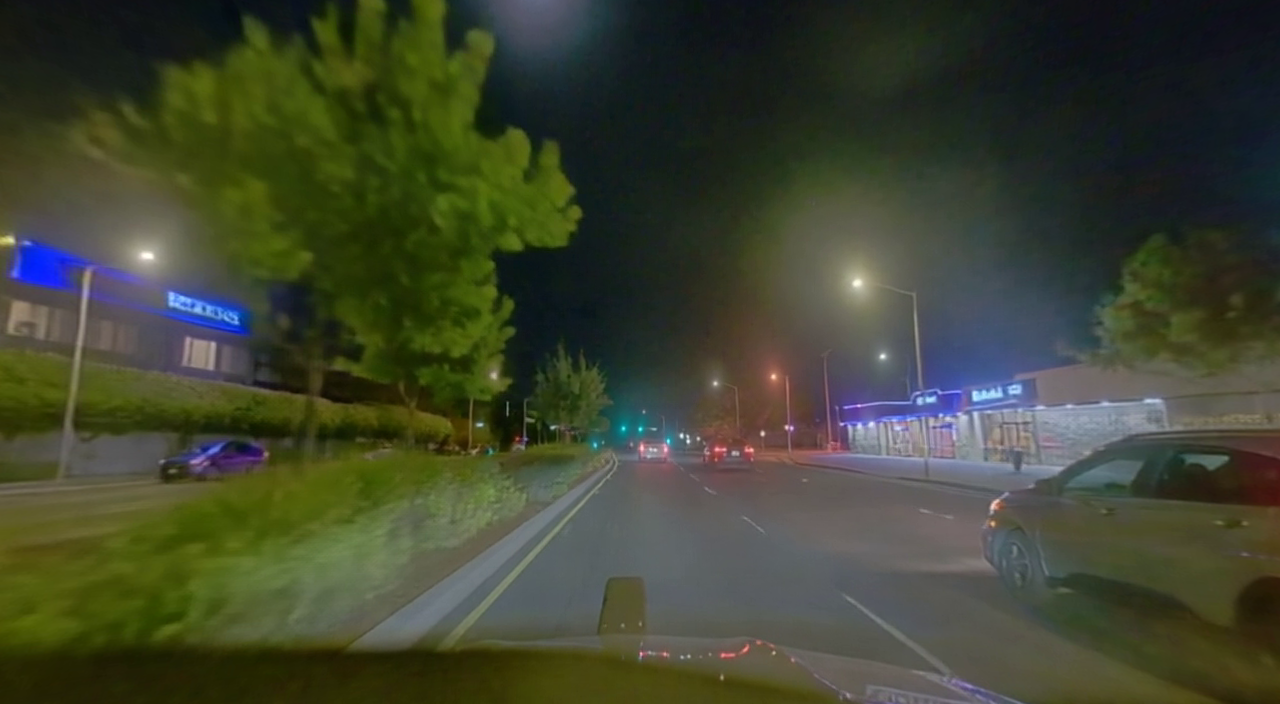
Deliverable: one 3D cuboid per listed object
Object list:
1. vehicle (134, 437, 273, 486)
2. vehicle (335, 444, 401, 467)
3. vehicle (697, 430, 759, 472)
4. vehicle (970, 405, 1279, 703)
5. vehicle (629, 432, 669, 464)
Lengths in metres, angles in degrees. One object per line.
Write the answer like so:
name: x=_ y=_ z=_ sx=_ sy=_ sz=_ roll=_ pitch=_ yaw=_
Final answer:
vehicle: x=-18.871 y=4.710 z=27.541 sx=2.488 sy=1.752 sz=4.991 roll=-2 pitch=-6 yaw=1
vehicle: x=-18.947 y=7.230 z=43.975 sx=2.280 sy=1.489 sz=5.106 roll=0 pitch=-8 yaw=1
vehicle: x=3.776 y=4.332 z=27.736 sx=2.115 sy=1.692 sz=4.189 roll=0 pitch=-8 yaw=-1
vehicle: x=3.902 y=1.037 z=3.281 sx=1.908 sy=1.463 sz=4.506 roll=0 pitch=-8 yaw=0
vehicle: x=0.456 y=5.385 z=35.208 sx=2.098 sy=1.682 sz=3.778 roll=0 pitch=-8 yaw=0
